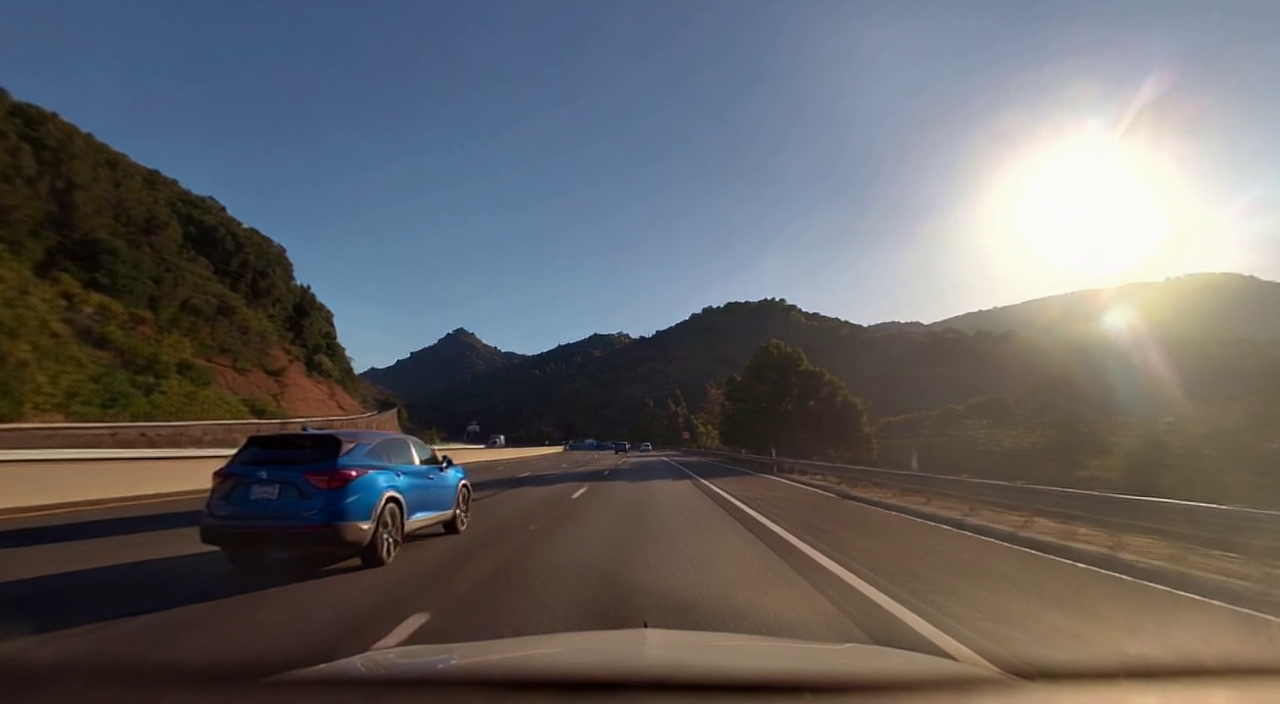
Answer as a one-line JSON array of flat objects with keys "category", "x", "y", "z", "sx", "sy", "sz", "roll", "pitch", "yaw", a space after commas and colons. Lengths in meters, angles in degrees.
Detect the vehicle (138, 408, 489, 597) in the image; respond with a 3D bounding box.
[{"category": "vehicle", "x": -3.424, "y": 1.656, "z": 7.813, "sx": 1.983, "sy": 1.663, "sz": 4.290, "roll": 0, "pitch": -9, "yaw": 1}]
